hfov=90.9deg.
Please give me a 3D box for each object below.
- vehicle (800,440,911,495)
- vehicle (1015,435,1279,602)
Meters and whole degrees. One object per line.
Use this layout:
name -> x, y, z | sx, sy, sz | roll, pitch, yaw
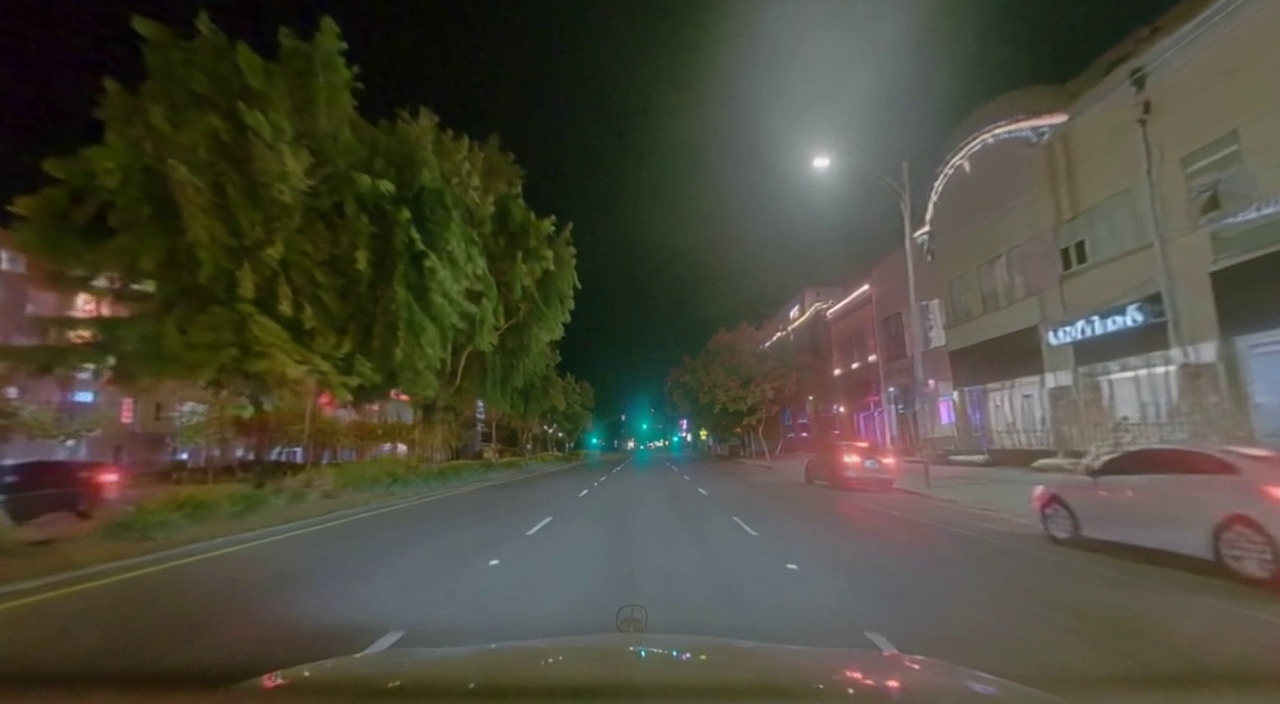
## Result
vehicle -> 6.695, 3.606, 20.173 | 1.923, 1.498, 4.676 | 0, -8, 0
vehicle -> 6.684, 1.663, 6.833 | 2.119, 1.458, 4.965 | 1, -8, -1
